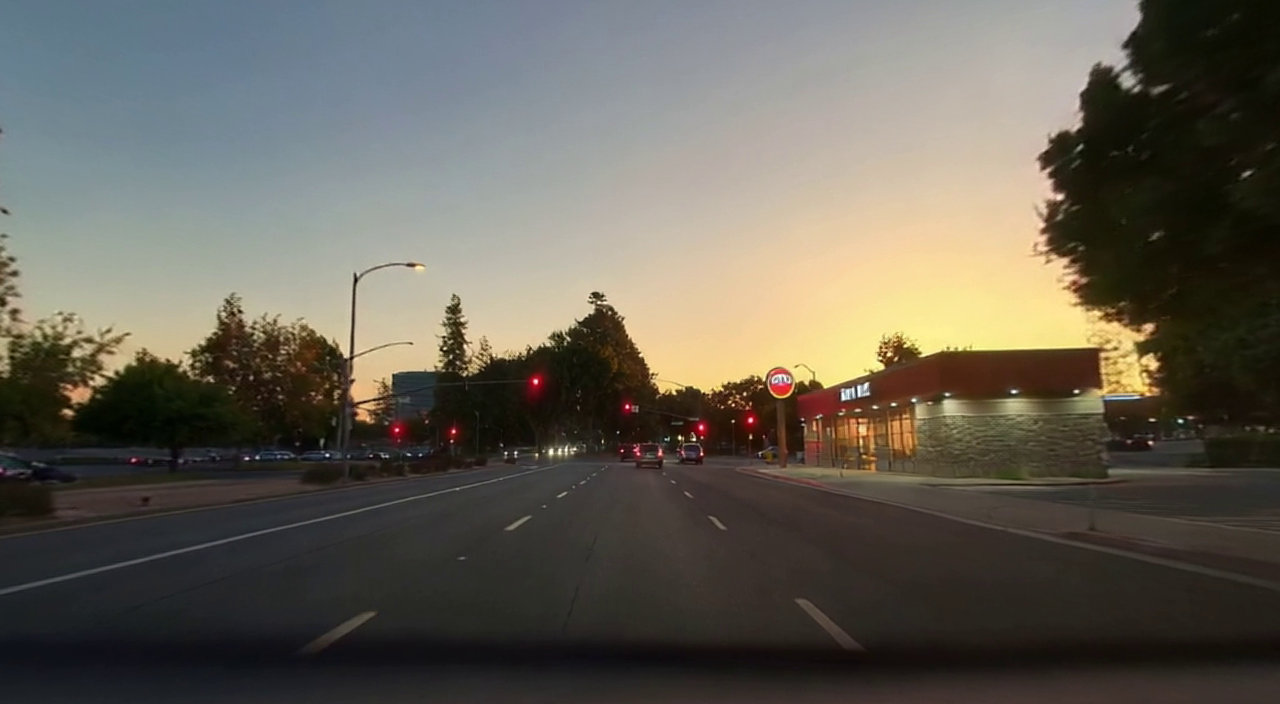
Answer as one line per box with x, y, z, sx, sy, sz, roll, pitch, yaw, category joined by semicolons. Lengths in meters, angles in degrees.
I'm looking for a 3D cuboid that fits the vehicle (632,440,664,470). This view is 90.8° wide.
0.622;7.015;43.303;2.096;1.961;4.259;0;-9;2;vehicle
